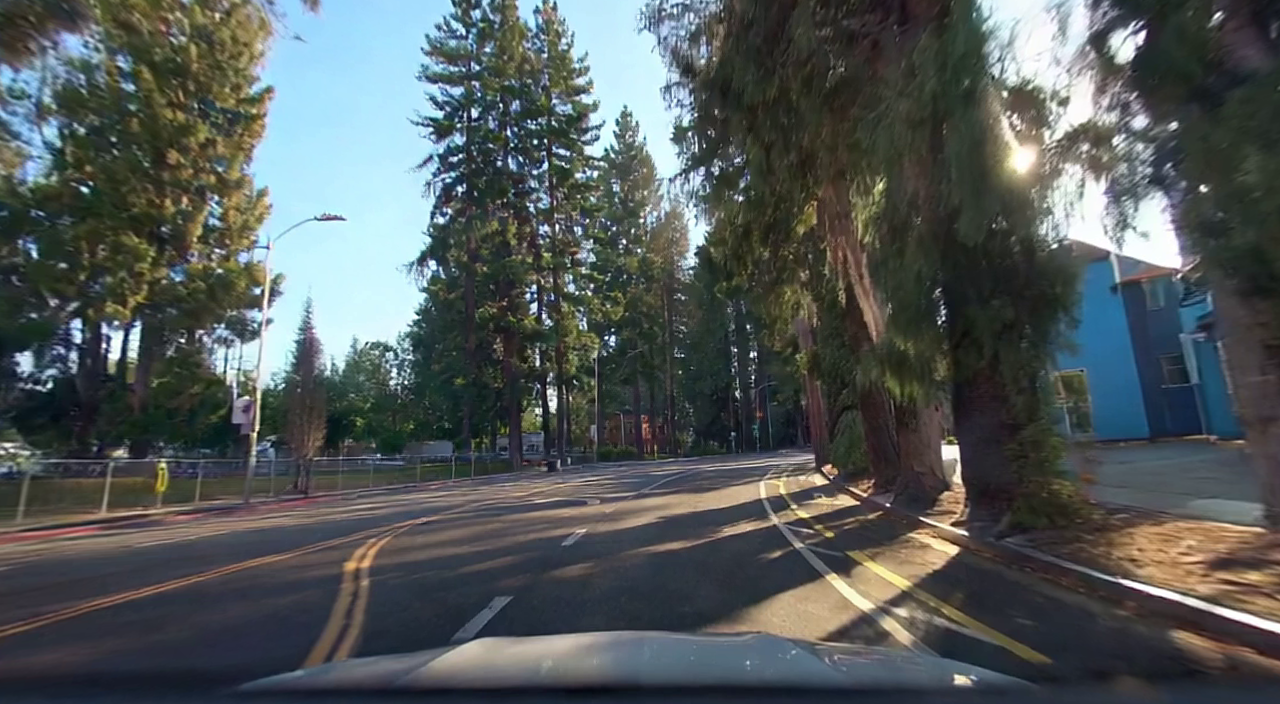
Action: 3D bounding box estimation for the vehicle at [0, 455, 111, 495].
[{"bbox_3d":[-38.414,8.028,41.228,6.662,2.398,2.719,-5,-11,22],"label":"vehicle"}]
